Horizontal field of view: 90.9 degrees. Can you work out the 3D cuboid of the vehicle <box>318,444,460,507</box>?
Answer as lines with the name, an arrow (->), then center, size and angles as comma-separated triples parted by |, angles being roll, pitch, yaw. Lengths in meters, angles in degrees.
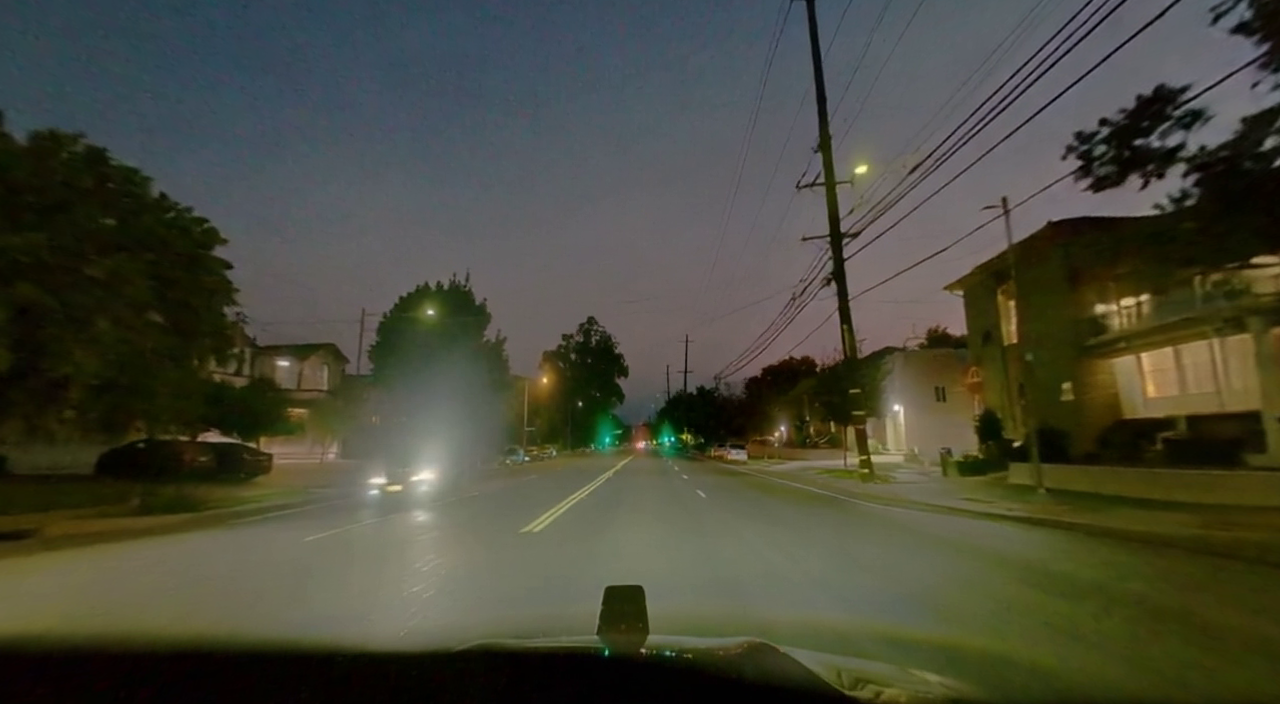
vehicle -> -6.793, 3.344, 17.681 | 2.017, 1.510, 4.556 | 0, -8, 1

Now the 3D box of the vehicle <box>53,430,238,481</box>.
vehicle -> -17.984, 3.782, 23.112 | 5.004, 1.755, 2.038 | 0, -8, 0

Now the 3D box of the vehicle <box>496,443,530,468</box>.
vehicle -> -9.848, 8.019, 49.083 | 1.974, 1.696, 4.336 | -2, -7, -3

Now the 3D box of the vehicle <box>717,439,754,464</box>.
vehicle -> 7.335, 7.668, 48.957 | 2.128, 1.823, 4.834 | 0, -8, 0
